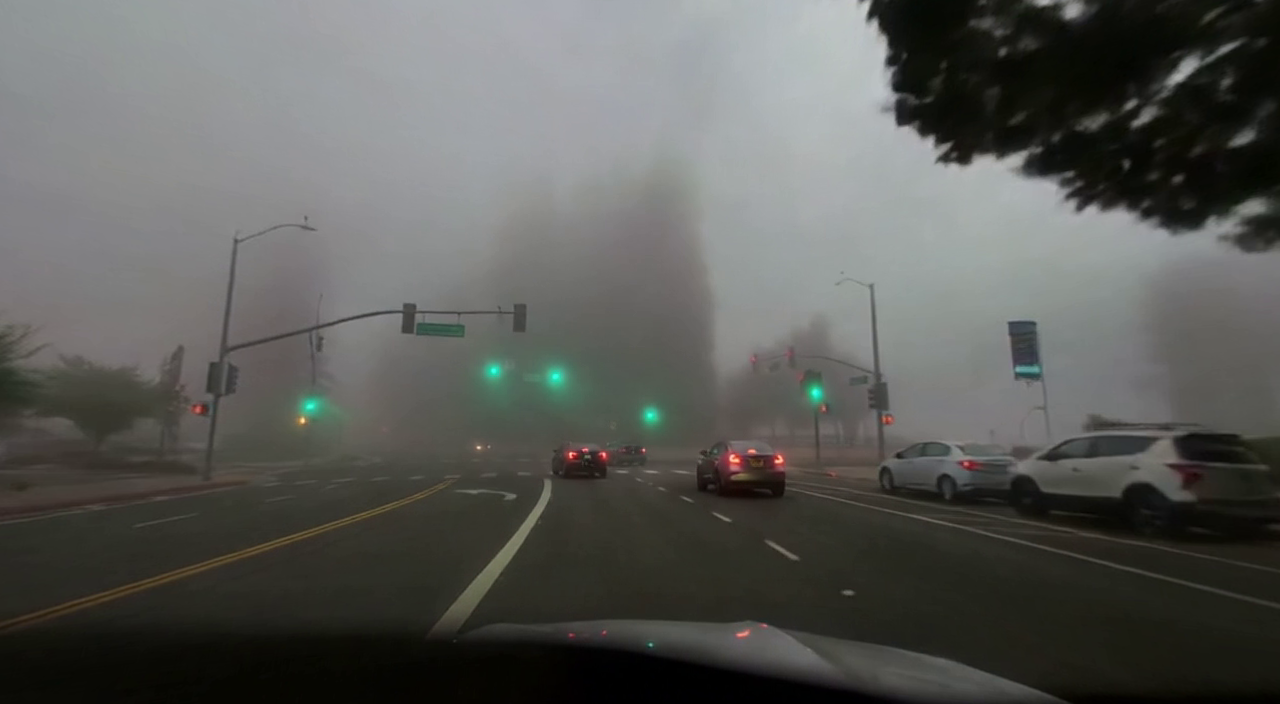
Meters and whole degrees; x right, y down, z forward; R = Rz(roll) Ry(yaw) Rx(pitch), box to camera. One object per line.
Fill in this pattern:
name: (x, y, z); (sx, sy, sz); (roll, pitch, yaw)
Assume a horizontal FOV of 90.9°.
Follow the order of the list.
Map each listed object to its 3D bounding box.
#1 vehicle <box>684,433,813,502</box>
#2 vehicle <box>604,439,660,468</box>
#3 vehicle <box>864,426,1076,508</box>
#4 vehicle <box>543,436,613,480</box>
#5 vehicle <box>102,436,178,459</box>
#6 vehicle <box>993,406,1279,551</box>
vehicle: (2.522, 2.827, 15.968); (1.984, 1.476, 4.488); (1, -8, -7)
vehicle: (-0.530, 5.417, 33.880); (1.957, 1.463, 4.701); (2, -9, -14)
vehicle: (7.028, 2.490, 14.126); (1.933, 1.522, 4.443); (1, -8, -7)
vehicle: (-2.542, 4.097, 24.685); (2.308, 1.535, 4.811); (2, -8, -11)
vehicle: (-35.633, 6.789, 45.011); (3.796, 1.595, 1.808); (3, -9, -23)
vehicle: (7.442, 1.744, 9.334); (1.825, 1.646, 4.070); (1, -8, -4)
